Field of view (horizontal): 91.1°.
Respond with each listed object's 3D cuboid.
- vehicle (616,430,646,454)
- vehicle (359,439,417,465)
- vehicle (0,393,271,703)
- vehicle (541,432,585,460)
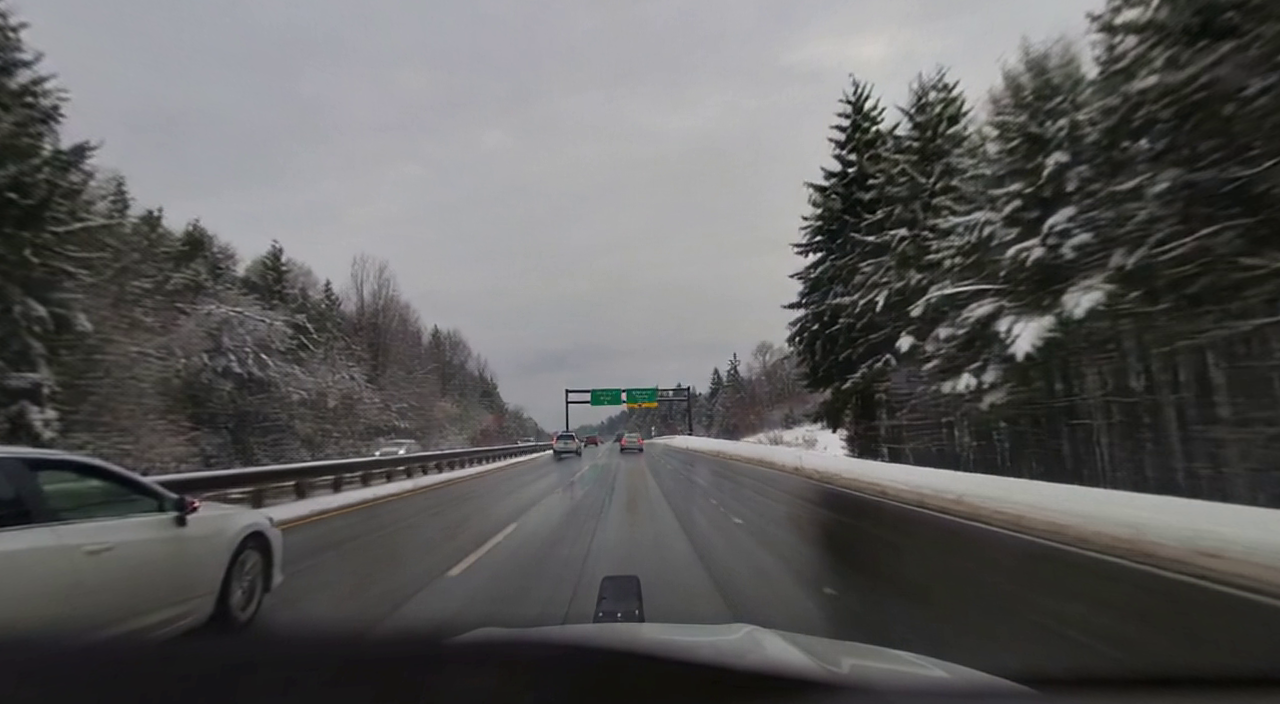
[{"bbox_3d":[-0.628,6.401,44.572,2.054,1.609,3.859,0,-8,-1],"label":"vehicle"},{"bbox_3d":[-15.560,6.168,39.059,1.882,1.511,4.166,0,-8,0],"label":"vehicle"},{"bbox_3d":[-3.497,0.837,1.880,1.989,1.497,4.645,0,-8,0],"label":"vehicle"},{"bbox_3d":[-4.413,5.456,36.719,2.071,1.524,4.398,0,-8,-1],"label":"vehicle"}]
